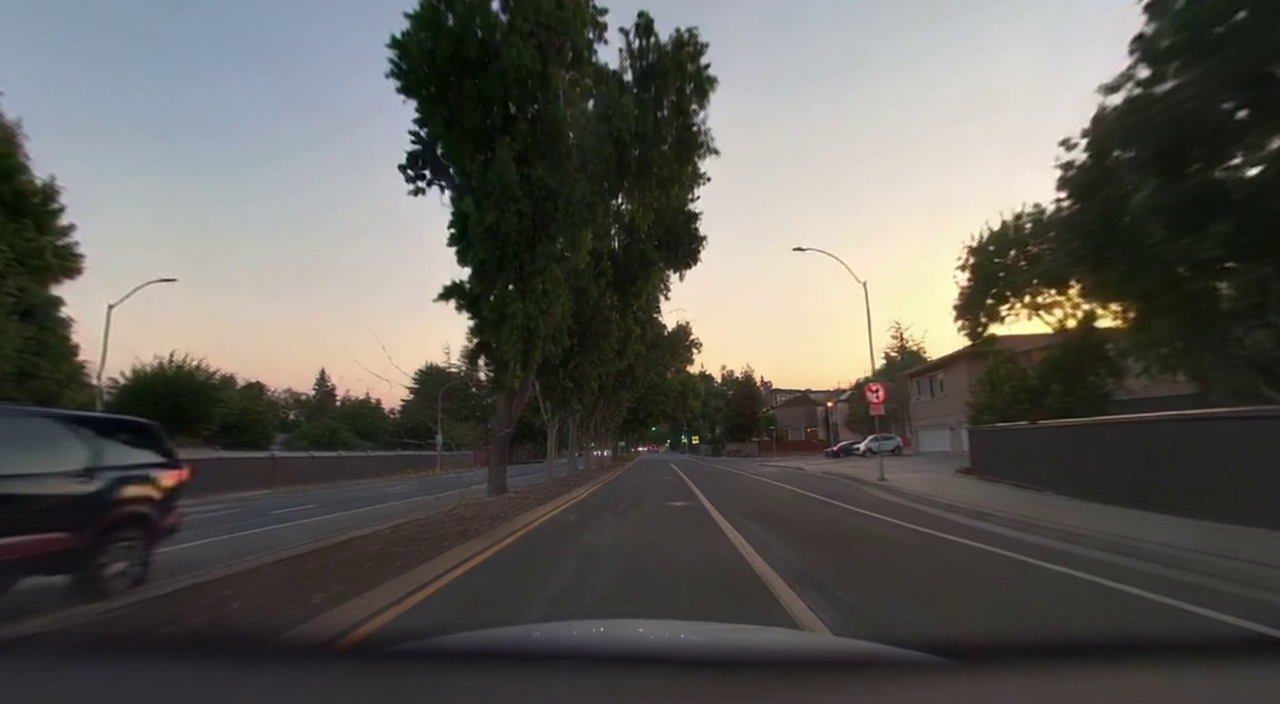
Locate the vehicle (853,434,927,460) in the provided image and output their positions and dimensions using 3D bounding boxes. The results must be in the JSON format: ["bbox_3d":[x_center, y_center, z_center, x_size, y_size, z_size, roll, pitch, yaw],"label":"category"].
[{"bbox_3d":[18.599,7.082,46.862,4.611,1.920,2.043,0,-8,-2],"label":"vehicle"}]

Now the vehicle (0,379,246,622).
[{"bbox_3d":[-5.924,1.178,5.125,2.196,1.809,4.857,0,-8,1],"label":"vehicle"}]
